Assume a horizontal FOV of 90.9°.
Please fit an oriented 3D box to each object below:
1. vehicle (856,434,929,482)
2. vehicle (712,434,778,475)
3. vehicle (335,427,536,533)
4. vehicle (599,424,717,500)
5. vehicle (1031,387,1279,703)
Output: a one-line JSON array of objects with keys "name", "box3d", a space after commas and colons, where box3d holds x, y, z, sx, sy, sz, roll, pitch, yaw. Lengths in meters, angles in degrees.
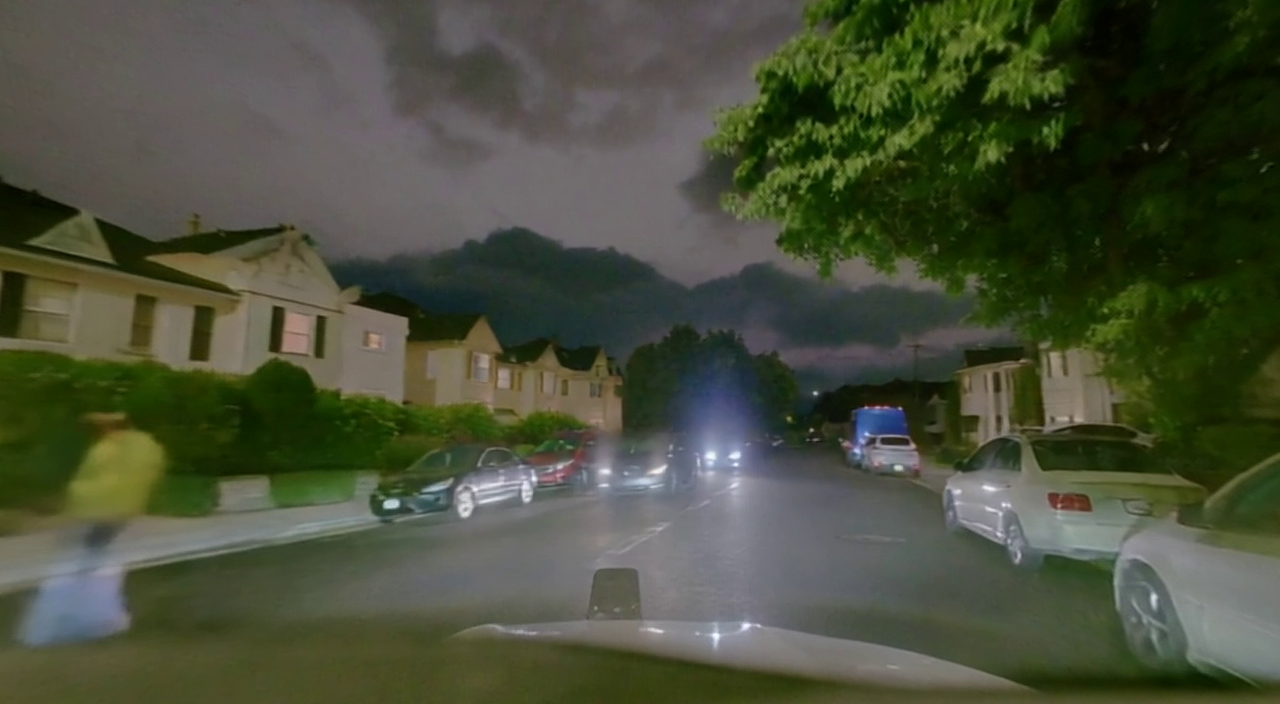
[{"name": "vehicle", "box3d": [8.702, 3.624, 22.071, 1.955, 1.500, 4.410, -2, -8, 17]}, {"name": "vehicle", "box3d": [4.408, 4.153, 25.913, 1.889, 1.505, 3.849, -3, -8, 21]}, {"name": "vehicle", "box3d": [-3.494, 2.200, 11.563, 1.828, 1.488, 3.785, -3, -6, 12]}, {"name": "vehicle", "box3d": [0.637, 2.765, 16.353, 1.959, 1.670, 4.255, -2, -8, 17]}, {"name": "vehicle", "box3d": [3.114, 0.837, 1.780, 2.008, 1.507, 4.226, -2, -8, 12]}]
